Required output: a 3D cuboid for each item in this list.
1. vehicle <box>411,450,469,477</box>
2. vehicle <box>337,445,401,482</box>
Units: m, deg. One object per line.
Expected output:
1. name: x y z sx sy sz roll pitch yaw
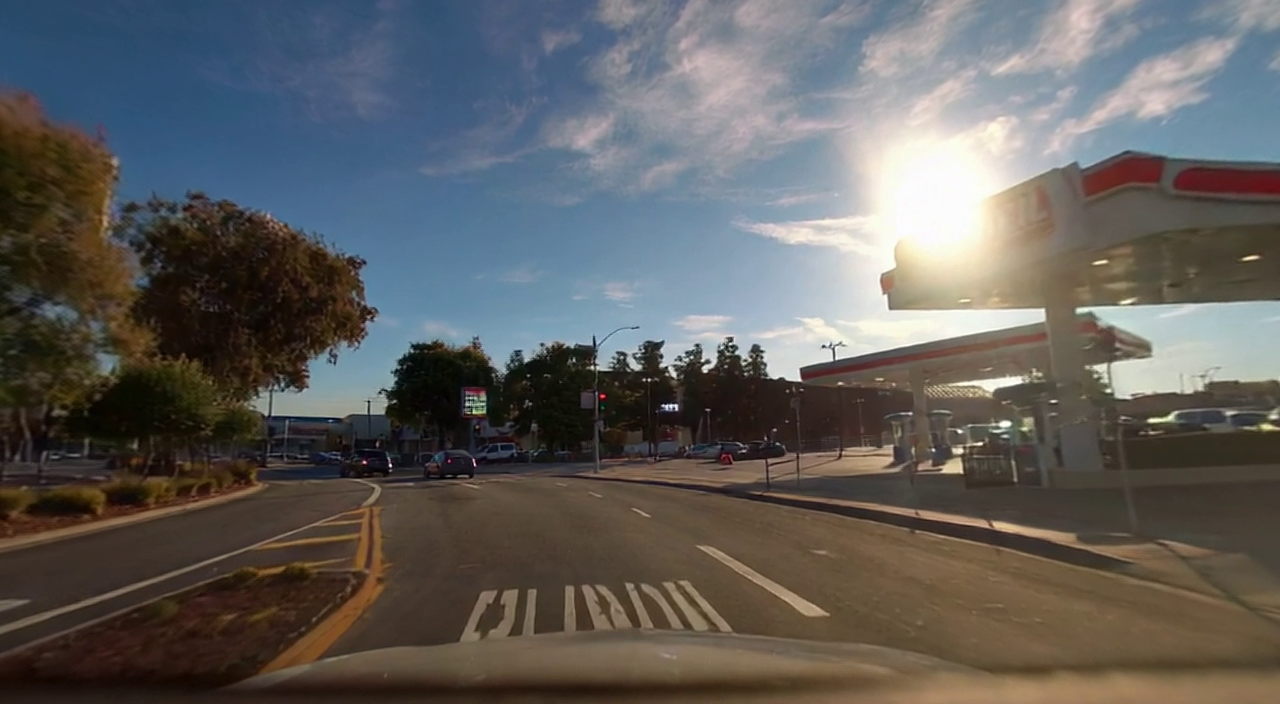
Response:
1. vehicle: -14.709 8.098 46.140 2.202 1.822 4.826 7 -11 -40
2. vehicle: -16.125 6.534 37.344 2.254 2.006 4.766 7 -11 -37
